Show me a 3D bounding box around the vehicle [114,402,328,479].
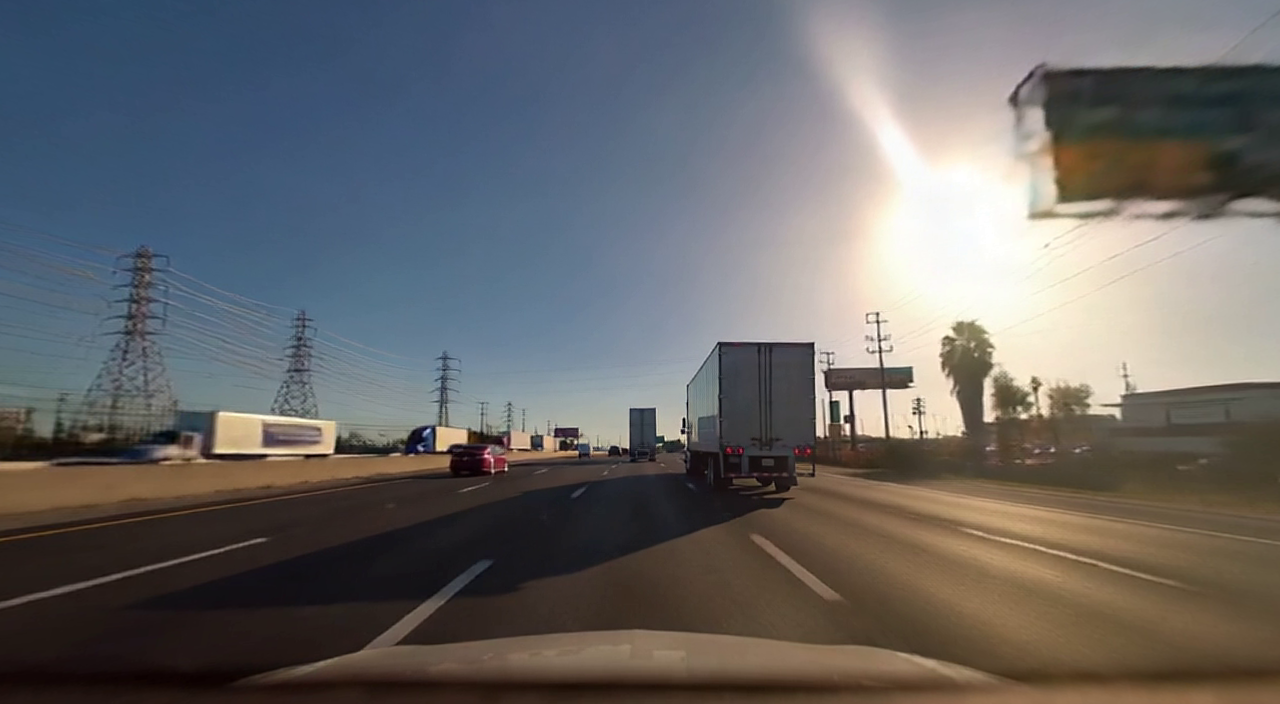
[{"bbox_3d":[-28.312,6.386,45.083,2.823,4.374,17.794,-1,-9,1],"label":"vehicle"}]

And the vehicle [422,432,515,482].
[{"bbox_3d":[-7.356,4.598,27.961,2.425,1.917,5.647,0,-9,1],"label":"vehicle"}]

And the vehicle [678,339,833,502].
[{"bbox_3d":[3.433,2.954,24.431,2.892,4.152,16.575,0,-9,0],"label":"vehicle"}]
